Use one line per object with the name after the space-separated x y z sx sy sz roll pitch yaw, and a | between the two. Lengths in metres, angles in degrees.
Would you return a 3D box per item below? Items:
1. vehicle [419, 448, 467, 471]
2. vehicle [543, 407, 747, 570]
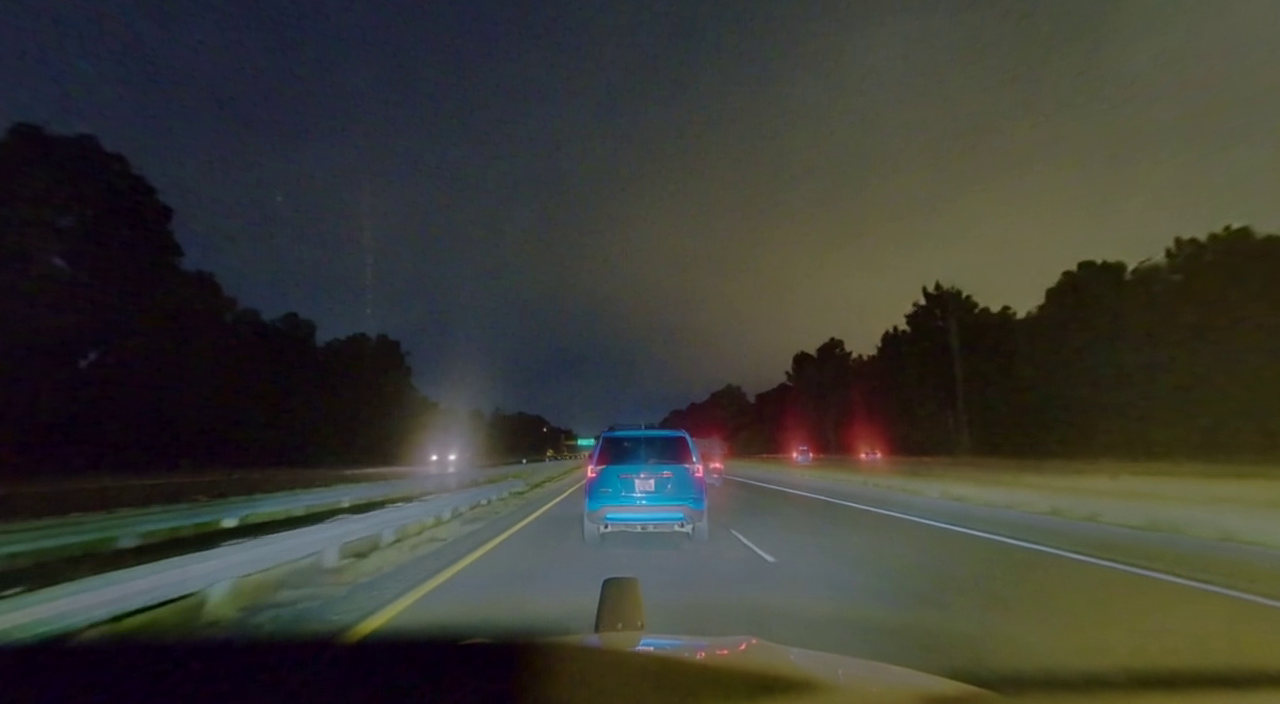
-13.668 7.473 43.935 1.836 1.465 4.514 0 -9 0 | vehicle
0.065 1.854 9.206 2.288 1.823 4.059 0 -9 0 | vehicle
